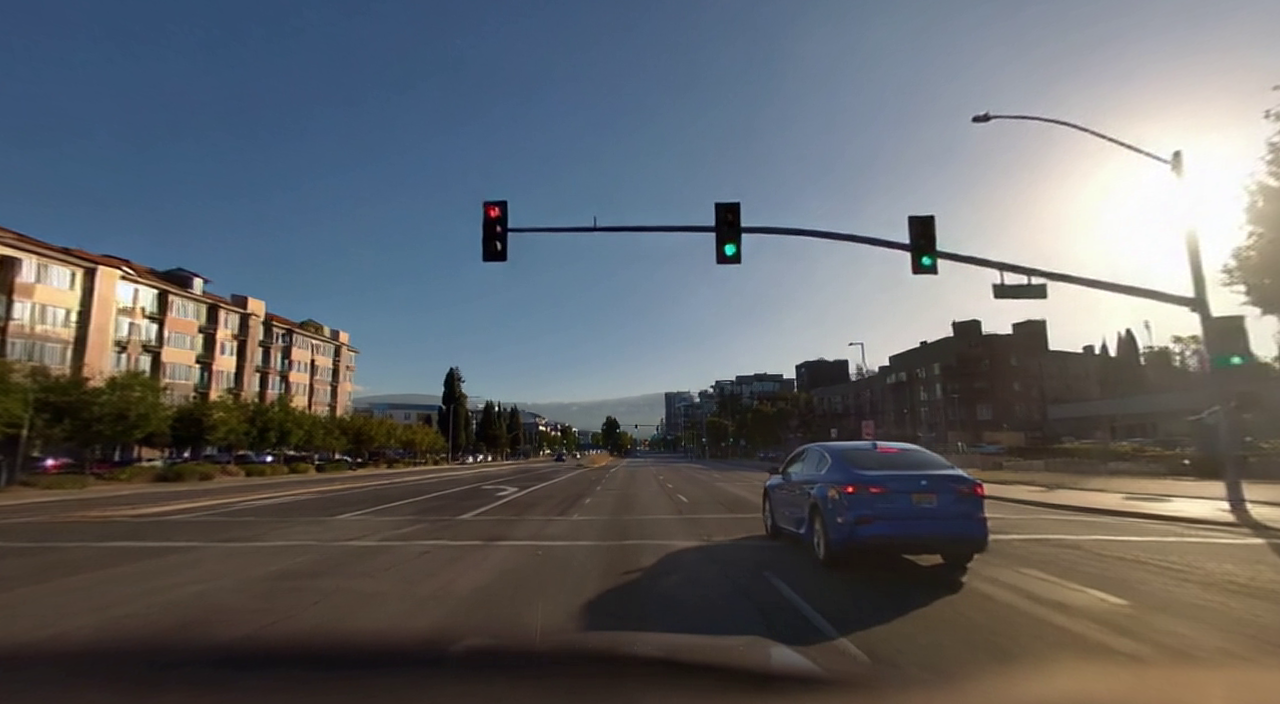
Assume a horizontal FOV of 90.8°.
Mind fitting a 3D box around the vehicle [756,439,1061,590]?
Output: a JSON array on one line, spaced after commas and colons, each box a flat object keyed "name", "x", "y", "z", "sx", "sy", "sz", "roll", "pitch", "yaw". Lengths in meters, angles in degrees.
[{"name": "vehicle", "x": 3.084, "y": 1.948, "z": 8.592, "sx": 2.015, "sy": 1.455, "sz": 4.615, "roll": 0, "pitch": -9, "yaw": -1}]
